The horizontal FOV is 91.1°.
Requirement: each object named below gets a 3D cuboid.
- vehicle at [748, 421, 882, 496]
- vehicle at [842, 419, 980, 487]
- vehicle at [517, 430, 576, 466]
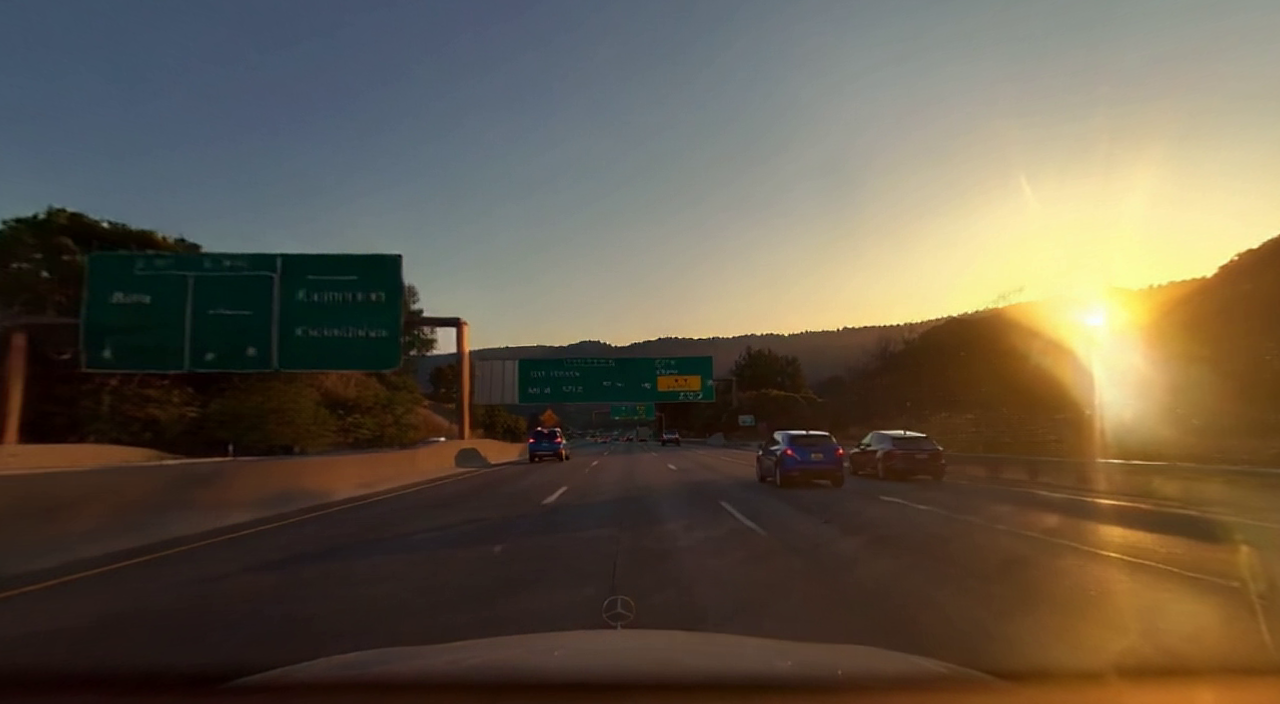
[{"bbox_3d":[4.039,2.515,15.329,2.011,1.576,4.060,0,-8,-1],"label":"vehicle"},{"bbox_3d":[7.198,2.703,17.199,1.956,1.634,3.935,0,-8,-1],"label":"vehicle"},{"bbox_3d":[-3.999,4.181,27.617,2.032,1.465,4.316,0,-8,-1],"label":"vehicle"}]
